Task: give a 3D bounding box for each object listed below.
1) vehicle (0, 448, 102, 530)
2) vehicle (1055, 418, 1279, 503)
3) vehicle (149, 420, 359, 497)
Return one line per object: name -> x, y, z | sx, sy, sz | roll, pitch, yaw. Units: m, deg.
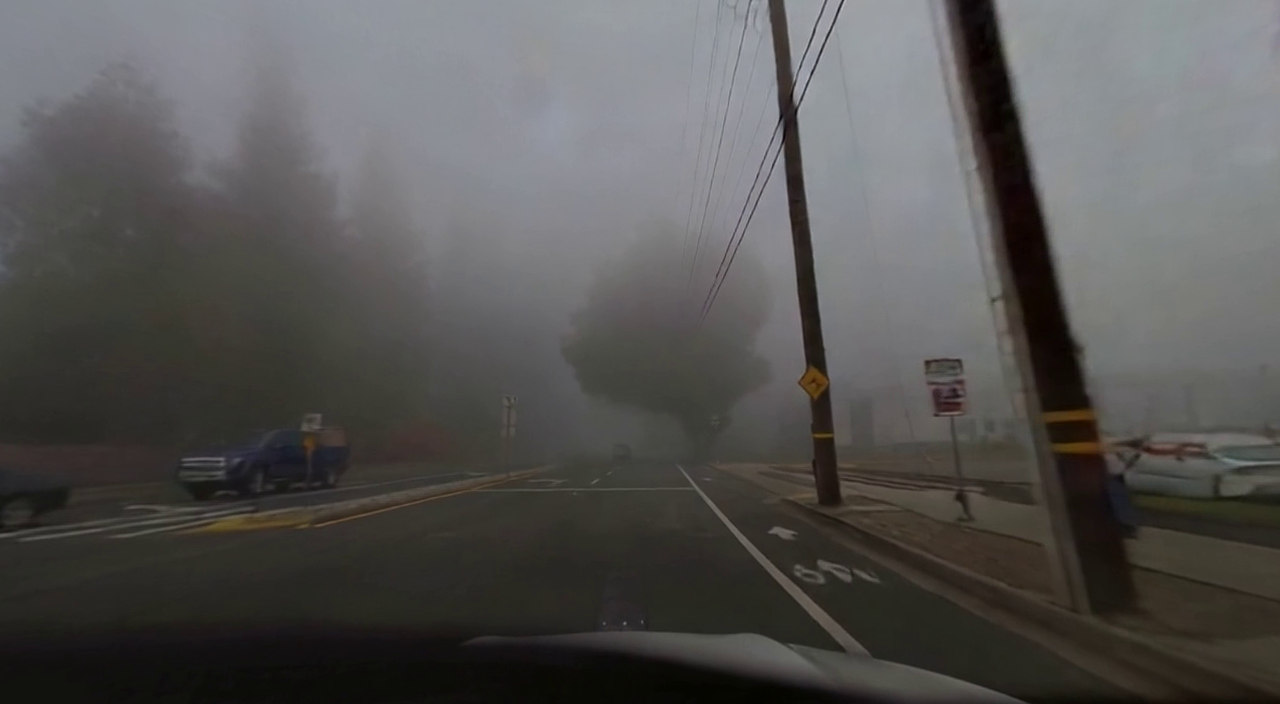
vehicle -> -13.039, 2.517, 11.415 | 2.090, 1.519, 4.919 | -1, -8, 3
vehicle -> 11.872, 2.249, 13.345 | 1.897, 1.532, 4.694 | 4, -10, -28
vehicle -> -12.762, 3.588, 21.676 | 2.798, 2.249, 6.296 | -1, -8, 6
